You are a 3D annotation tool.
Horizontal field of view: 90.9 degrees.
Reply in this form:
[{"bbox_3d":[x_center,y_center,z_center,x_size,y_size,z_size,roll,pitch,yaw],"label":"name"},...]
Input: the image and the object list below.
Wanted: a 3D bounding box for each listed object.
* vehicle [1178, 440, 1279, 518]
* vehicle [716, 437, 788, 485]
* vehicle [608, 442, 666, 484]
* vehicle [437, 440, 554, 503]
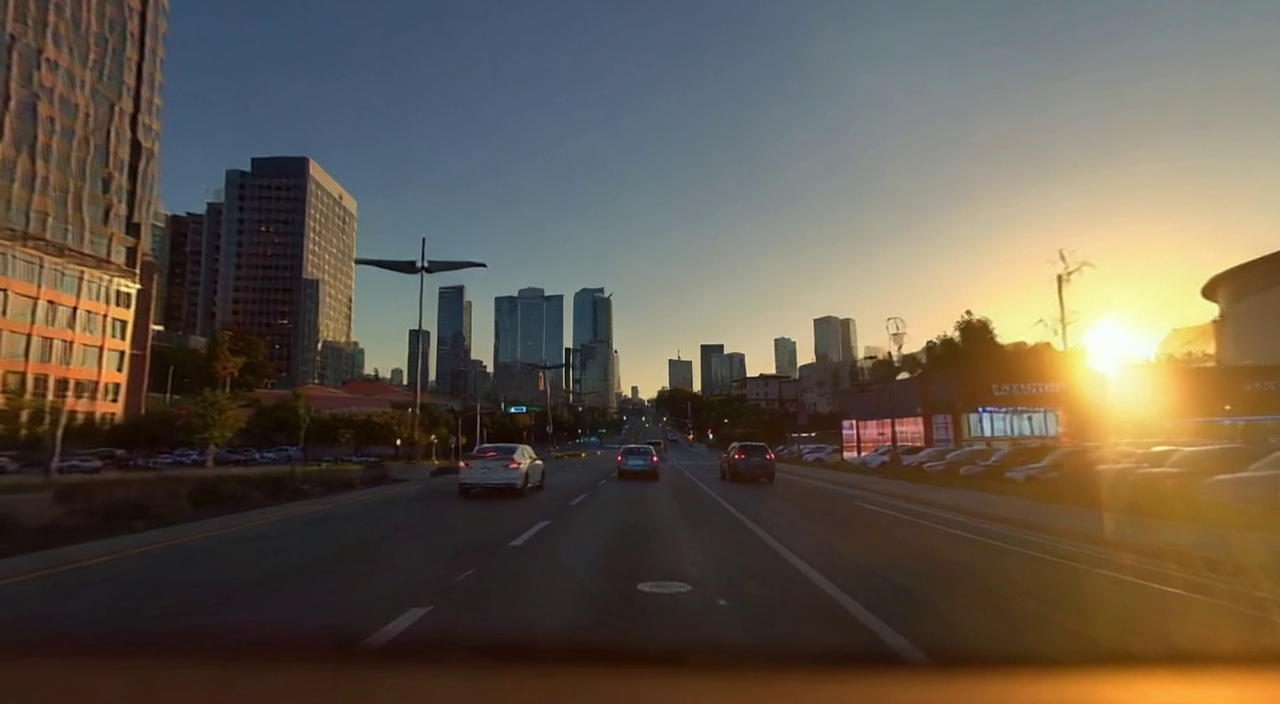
[{"bbox_3d":[13.901,2.637,13.401,3.926,1.479,1.943,3,-9,-20],"label":"vehicle"},{"bbox_3d":[4.218,4.189,24.447,2.007,1.683,4.171,0,-8,0],"label":"vehicle"},{"bbox_3d":[-0.077,4.197,24.185,2.059,1.477,3.988,0,-8,1],"label":"vehicle"},{"bbox_3d":[-3.763,3.192,17.369,2.029,1.482,4.591,0,-8,1],"label":"vehicle"}]
